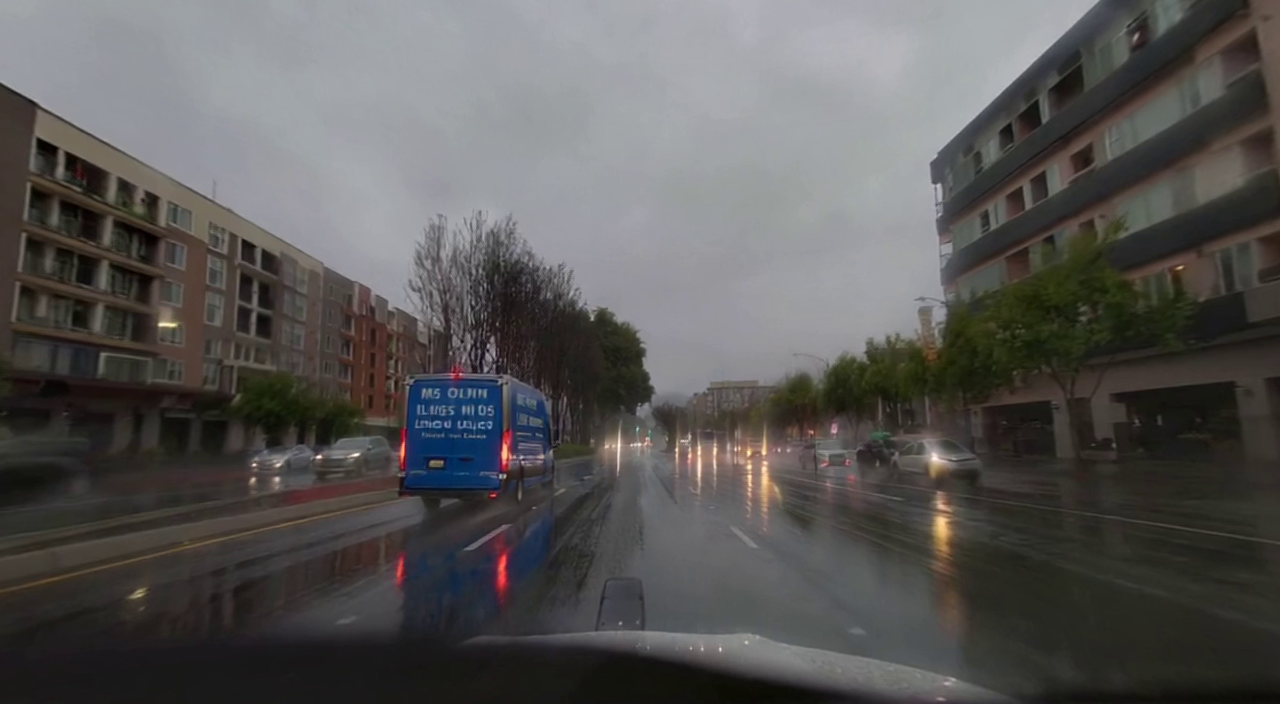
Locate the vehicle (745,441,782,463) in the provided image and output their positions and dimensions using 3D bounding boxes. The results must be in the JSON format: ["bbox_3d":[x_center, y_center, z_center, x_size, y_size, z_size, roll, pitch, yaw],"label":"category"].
[{"bbox_3d":[9.045,7.335,46.462,1.850,1.477,3.520,0,-8,-2],"label":"vehicle"}]

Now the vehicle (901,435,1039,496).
[{"bbox_3d":[9.085,3.136,17.813,1.802,1.504,3.797,0,-8,-1],"label":"vehicle"}]

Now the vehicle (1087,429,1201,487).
[{"bbox_3d":[16.474,3.390,20.574,4.793,1.656,1.728,6,-10,-38],"label":"vehicle"}]

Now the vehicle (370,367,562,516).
[{"bbox_3d":[-3.967,2.324,16.555,2.763,2.974,7.562,0,-8,1],"label":"vehicle"}]

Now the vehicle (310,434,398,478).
[{"bbox_3d":[-13.352,4.872,29.868,2.041,1.863,4.639,0,-8,-2],"label":"vehicle"}]

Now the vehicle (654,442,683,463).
[{"bbox_3d":[2.122,7.656,48.354,1.878,1.534,4.120,0,-8,-3],"label":"vehicle"}]

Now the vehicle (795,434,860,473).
[{"bbox_3d":[8.998,4.896,30.690,1.766,1.725,4.221,0,-8,-2],"label":"vehicle"}]

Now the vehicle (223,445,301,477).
[{"bbox_3d":[-22.994,6.608,38.661,1.916,1.782,4.572,-1,-8,1],"label":"vehicle"}]
